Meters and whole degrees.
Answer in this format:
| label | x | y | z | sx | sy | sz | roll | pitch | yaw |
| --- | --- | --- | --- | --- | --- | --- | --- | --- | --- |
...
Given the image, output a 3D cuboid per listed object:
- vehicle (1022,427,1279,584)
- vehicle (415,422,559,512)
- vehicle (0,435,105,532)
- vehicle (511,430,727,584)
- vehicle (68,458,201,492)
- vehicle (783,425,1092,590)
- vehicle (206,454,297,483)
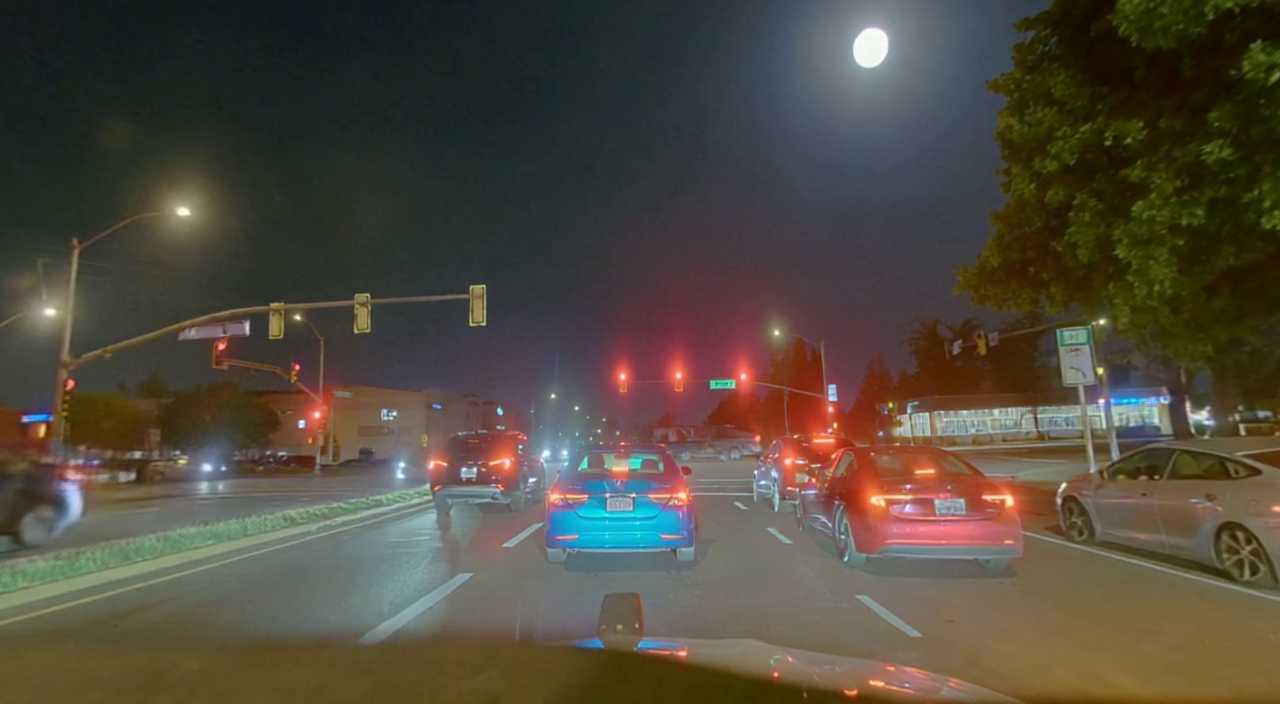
| label | x | y | z | sx | sy | sz | roll | pitch | yaw |
| --- | --- | --- | --- | --- | --- | --- | --- | --- | --- |
| vehicle | 7.197 | 1.737 | 7.826 | 2.004 | 1.508 | 4.646 | 0 | -8 | 0 |
| vehicle | -3.433 | 2.709 | 15.399 | 2.160 | 1.823 | 5.115 | 0 | -8 | 1 |
| vehicle | -12.390 | 2.334 | 11.153 | 1.959 | 1.704 | 4.410 | 0 | -8 | 0 |
| vehicle | -0.175 | 1.800 | 8.161 | 2.098 | 1.477 | 3.897 | 0 | -8 | 1 |
| vehicle | -25.236 | 6.141 | 31.753 | 4.679 | 1.488 | 2.052 | 2 | -9 | -13 |
| vehicle | 3.239 | 1.756 | 8.008 | 2.020 | 1.513 | 4.120 | 0 | -8 | 2 |
| vehicle | -23.438 | 7.019 | 38.267 | 4.238 | 1.671 | 1.898 | 2 | -9 | -13 |
